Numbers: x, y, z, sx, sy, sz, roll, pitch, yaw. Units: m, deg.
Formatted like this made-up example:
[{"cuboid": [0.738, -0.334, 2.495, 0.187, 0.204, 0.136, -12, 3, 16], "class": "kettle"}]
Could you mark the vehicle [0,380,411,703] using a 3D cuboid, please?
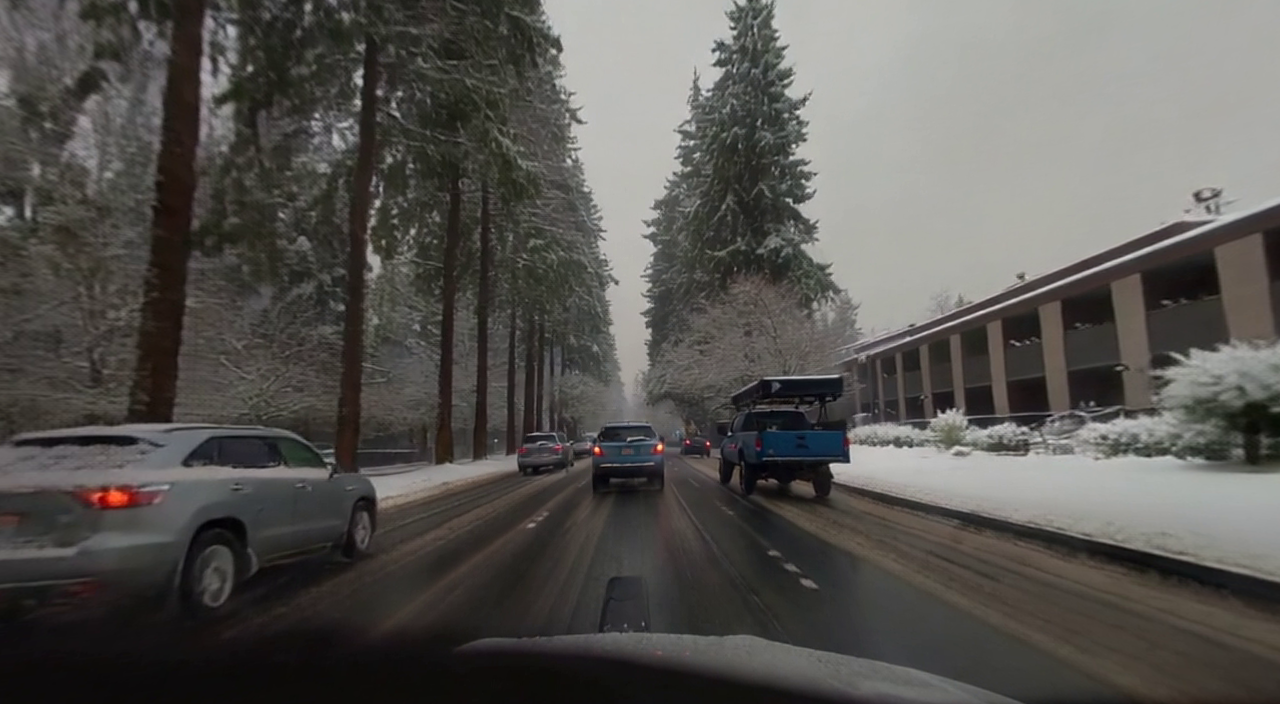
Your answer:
[{"cuboid": [-3.890, 1.286, 5.469, 1.959, 1.614, 4.676, 0, -8, 1], "class": "vehicle"}]

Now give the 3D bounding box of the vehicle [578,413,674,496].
[{"cuboid": [-0.261, 2.521, 15.725, 2.075, 1.770, 4.018, 0, -8, 1], "class": "vehicle"}]

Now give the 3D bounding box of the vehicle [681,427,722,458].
[{"cuboid": [3.972, 5.952, 41.447, 2.183, 1.948, 4.633, 0, -8, -1], "class": "vehicle"}]

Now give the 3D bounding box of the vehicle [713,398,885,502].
[{"cuboid": [3.517, 2.402, 15.660, 2.655, 2.054, 6.098, 0, -8, 0], "class": "vehicle"}]

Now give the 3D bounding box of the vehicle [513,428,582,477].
[{"cuboid": [-3.336, 3.705, 23.445, 1.894, 1.642, 3.861, 0, -8, 1], "class": "vehicle"}]
